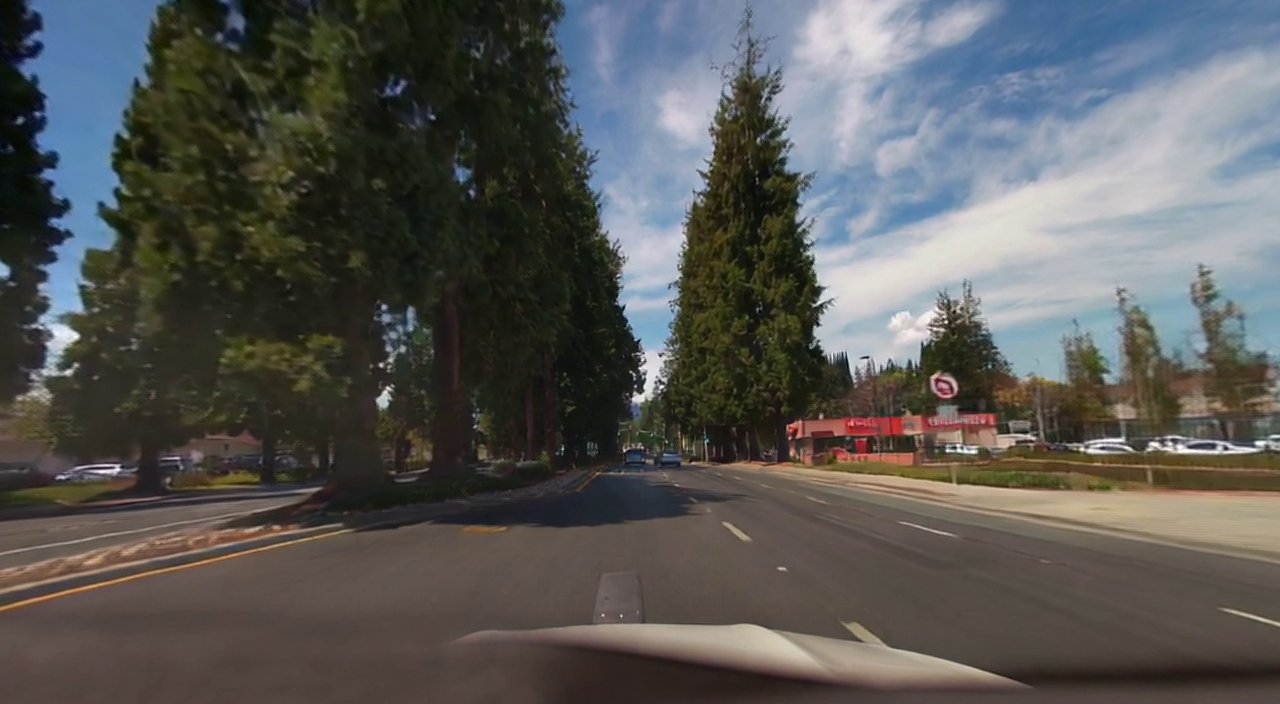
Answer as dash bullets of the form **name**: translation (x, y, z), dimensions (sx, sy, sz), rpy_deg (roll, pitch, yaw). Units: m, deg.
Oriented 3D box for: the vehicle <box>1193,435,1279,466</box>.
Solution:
- **vehicle**: translation (34.499, 5.503, 35.307), dimensions (2.054, 1.684, 4.845), rpy_deg (6, -10, -33)
